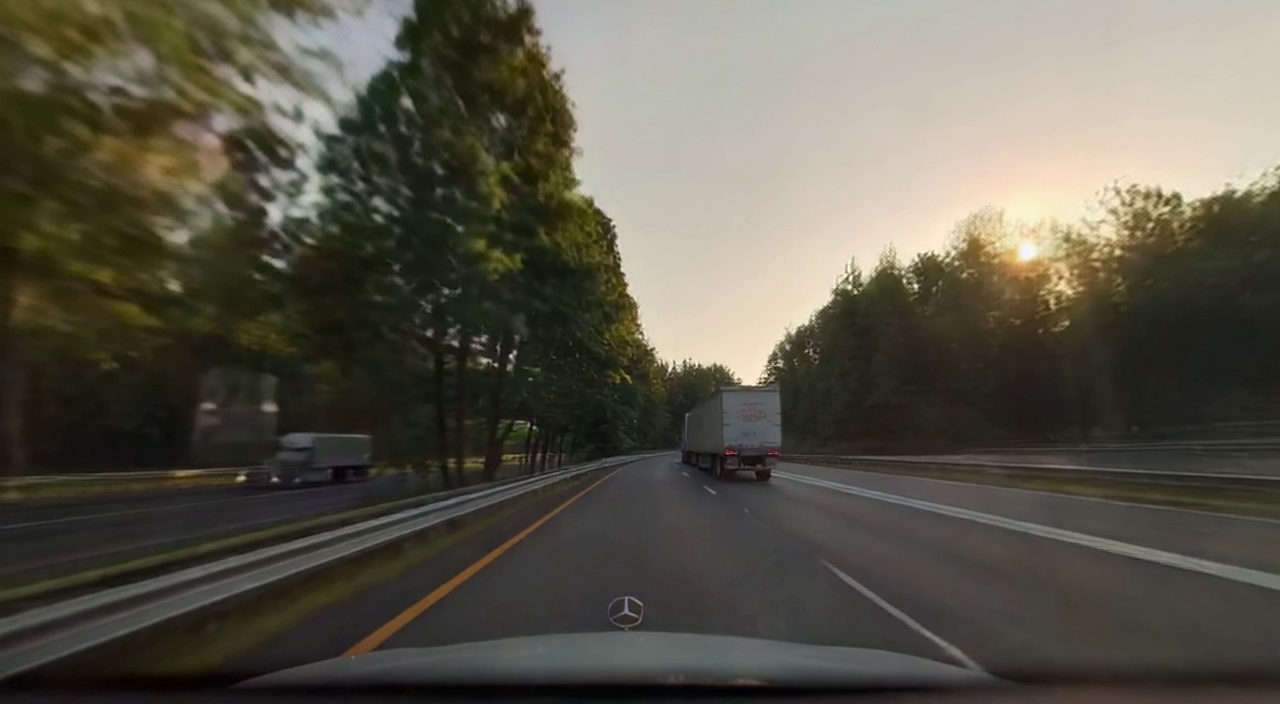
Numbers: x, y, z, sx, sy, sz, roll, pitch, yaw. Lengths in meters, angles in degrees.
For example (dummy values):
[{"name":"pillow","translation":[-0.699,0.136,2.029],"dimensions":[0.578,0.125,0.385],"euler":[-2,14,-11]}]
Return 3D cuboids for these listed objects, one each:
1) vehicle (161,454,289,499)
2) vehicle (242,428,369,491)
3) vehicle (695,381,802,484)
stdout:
[{"name":"vehicle","translation":[-15.886,4.752,24.426],"dimensions":[2.151,1.554,4.028],"euler":[0,-9,1]},{"name":"vehicle","translation":[-15.785,5.132,30.357],"dimensions":[2.638,2.718,6.116],"euler":[0,-9,1]},{"name":"vehicle","translation":[4.825,4.216,31.521],"dimensions":[2.859,3.984,14.045],"euler":[0,-9,0]}]
